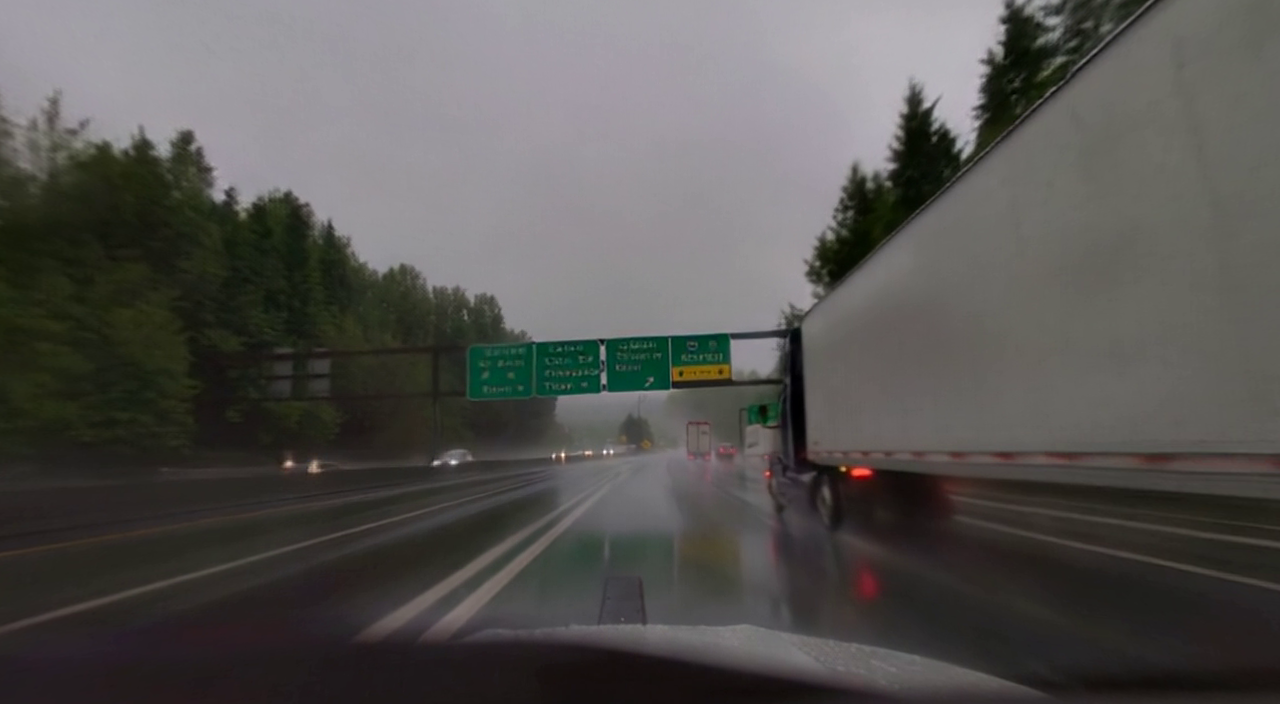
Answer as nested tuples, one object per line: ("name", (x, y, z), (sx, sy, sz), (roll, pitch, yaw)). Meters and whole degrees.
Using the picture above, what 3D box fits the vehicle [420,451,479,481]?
("vehicle", (-10.901, 6.544, 36.396), (1.943, 1.620, 4.182), (-1, -9, 2))

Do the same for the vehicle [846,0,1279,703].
("vehicle", (4.483, -0.352, 2.397), (2.859, 3.984, 14.045), (0, -9, 1))
